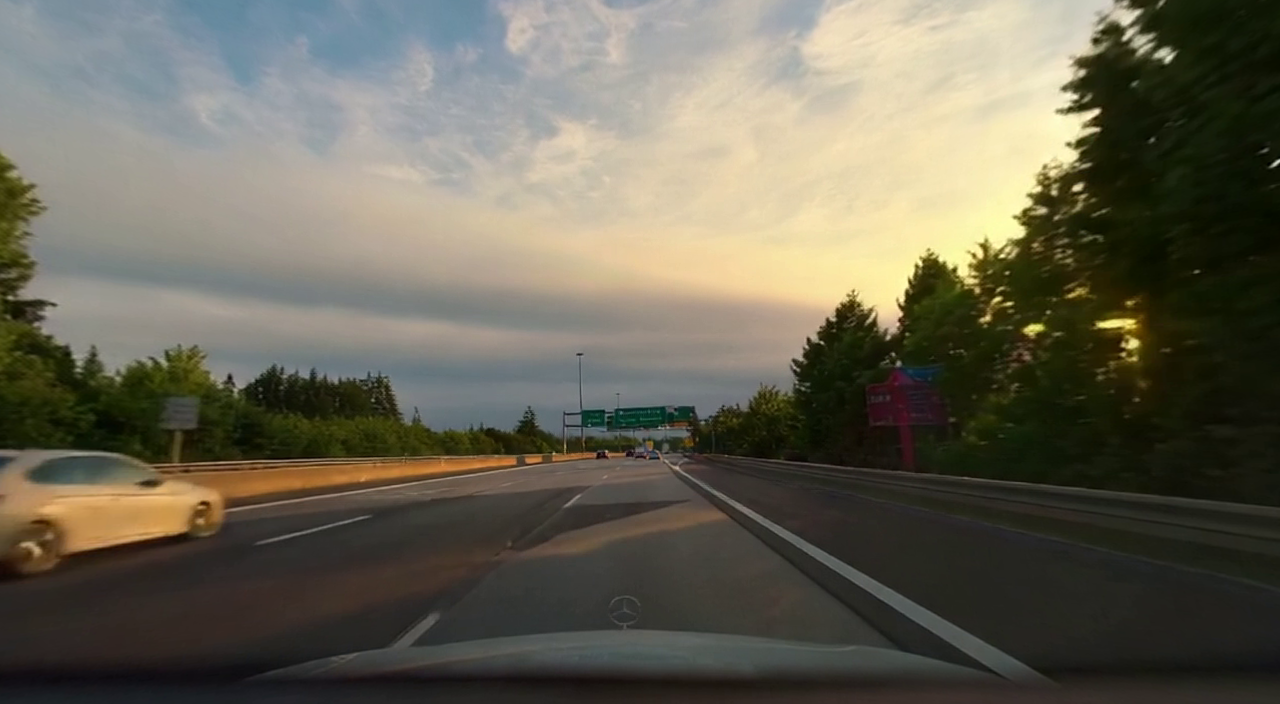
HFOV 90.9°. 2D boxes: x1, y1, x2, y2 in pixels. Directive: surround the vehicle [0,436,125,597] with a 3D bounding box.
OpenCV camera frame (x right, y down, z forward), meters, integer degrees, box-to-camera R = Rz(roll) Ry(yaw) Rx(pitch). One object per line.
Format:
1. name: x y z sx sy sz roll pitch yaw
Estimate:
1. vehicle: -6.832 1.388 4.827 1.835 1.459 4.636 -2 -9 1
